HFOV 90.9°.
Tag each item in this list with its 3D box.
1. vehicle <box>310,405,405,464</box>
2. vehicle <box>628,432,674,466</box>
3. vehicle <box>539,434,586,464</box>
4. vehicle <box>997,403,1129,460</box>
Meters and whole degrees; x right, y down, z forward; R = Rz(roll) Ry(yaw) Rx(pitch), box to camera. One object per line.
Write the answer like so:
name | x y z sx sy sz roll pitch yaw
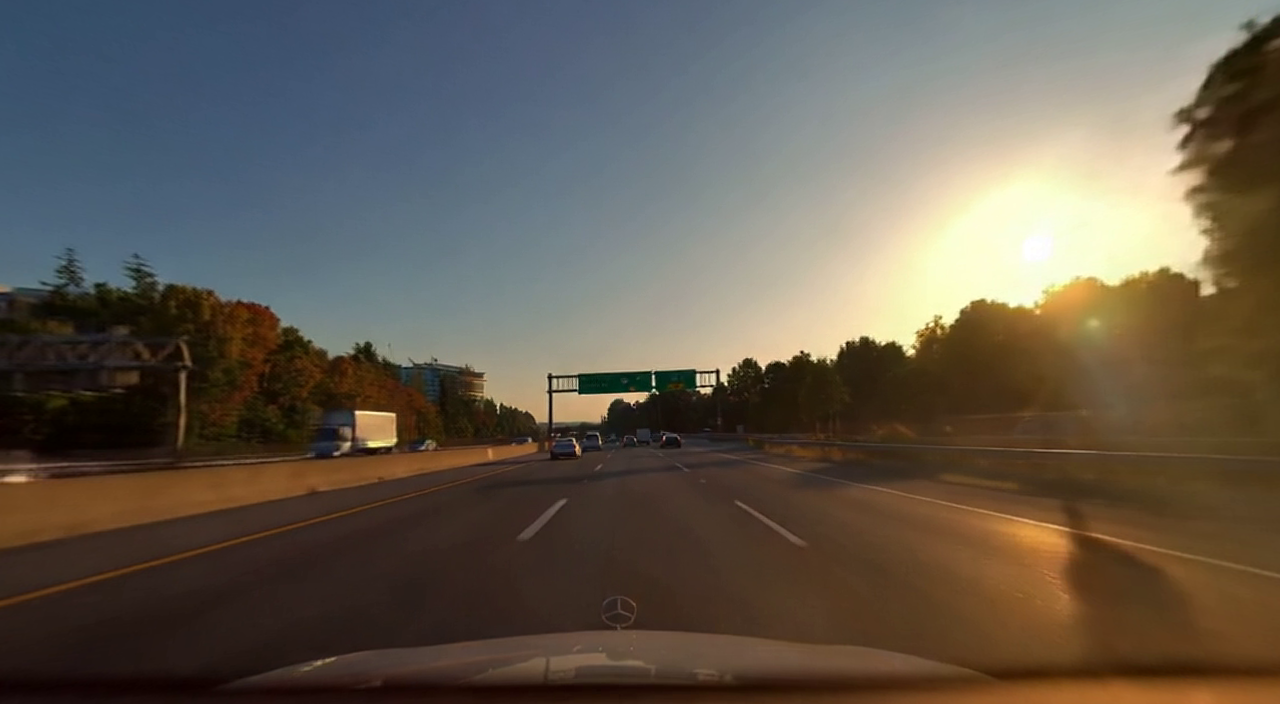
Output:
vehicle | -20.703 6.158 46.950 2.950 3.849 9.280 -1 -8 -1
vehicle | 0.460 4.807 31.481 2.086 1.554 3.875 0 -8 -2
vehicle | -4.029 5.130 33.426 2.014 1.471 4.380 0 -8 -1
vehicle | 20.629 3.989 31.237 2.232 2.540 6.015 0 -8 -1
